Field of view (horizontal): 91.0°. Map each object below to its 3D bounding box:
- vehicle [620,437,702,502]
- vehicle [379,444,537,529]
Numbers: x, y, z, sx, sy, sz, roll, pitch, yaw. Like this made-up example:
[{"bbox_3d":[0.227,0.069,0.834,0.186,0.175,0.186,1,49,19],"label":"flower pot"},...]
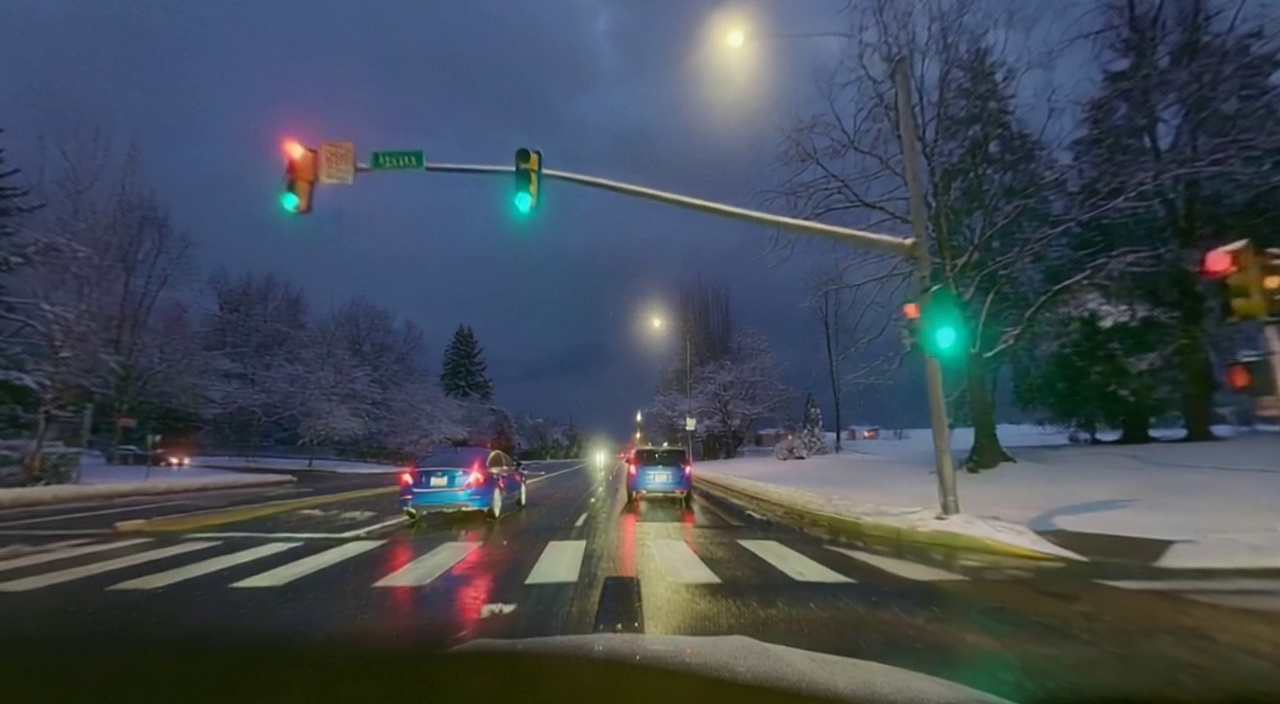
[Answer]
[{"bbox_3d":[0.528,3.656,19.955,2.215,1.799,4.426,1,-9,-3],"label":"vehicle"},{"bbox_3d":[-3.490,2.643,12.975,2.036,1.447,4.044,0,-9,0],"label":"vehicle"}]
